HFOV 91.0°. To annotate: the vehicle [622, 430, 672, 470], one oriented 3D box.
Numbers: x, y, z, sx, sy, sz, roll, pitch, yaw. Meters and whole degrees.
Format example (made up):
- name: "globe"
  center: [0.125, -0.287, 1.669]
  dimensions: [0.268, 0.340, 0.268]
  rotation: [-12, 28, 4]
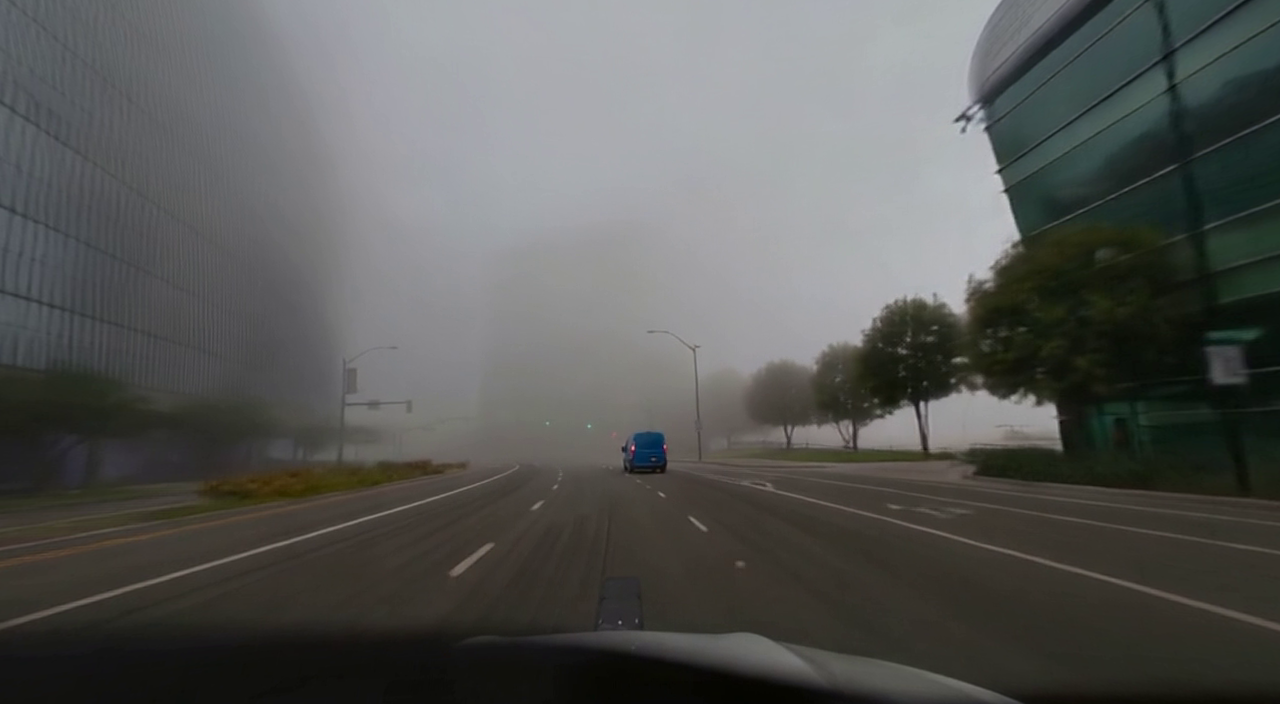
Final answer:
- name: "vehicle"
  center: [0.333, 6.006, 38.627]
  dimensions: [2.339, 2.244, 4.817]
  rotation: [1, -9, -8]
